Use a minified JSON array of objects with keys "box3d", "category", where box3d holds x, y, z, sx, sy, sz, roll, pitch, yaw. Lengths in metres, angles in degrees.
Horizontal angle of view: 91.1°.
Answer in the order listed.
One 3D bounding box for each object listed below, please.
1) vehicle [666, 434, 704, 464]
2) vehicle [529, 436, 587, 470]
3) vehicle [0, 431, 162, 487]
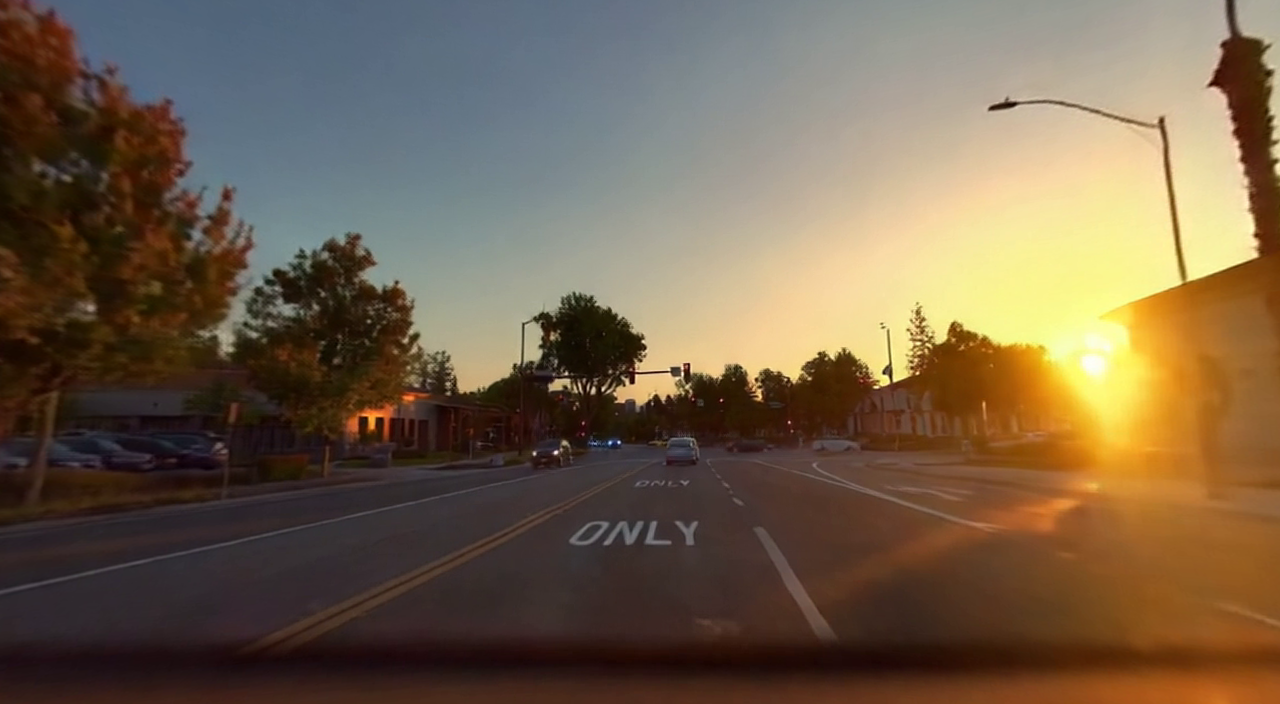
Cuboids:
[{"box3d":[3.343,7.094,45.956,2.590,2.080,5.284,-1,-9,5],"category":"vehicle"},{"box3d":[-4.965,6.224,38.923,2.366,1.941,5.823,-1,-9,4],"category":"vehicle"},{"box3d":[-21.845,4.108,24.397,4.729,1.867,2.292,0,-4,3],"category":"vehicle"}]
